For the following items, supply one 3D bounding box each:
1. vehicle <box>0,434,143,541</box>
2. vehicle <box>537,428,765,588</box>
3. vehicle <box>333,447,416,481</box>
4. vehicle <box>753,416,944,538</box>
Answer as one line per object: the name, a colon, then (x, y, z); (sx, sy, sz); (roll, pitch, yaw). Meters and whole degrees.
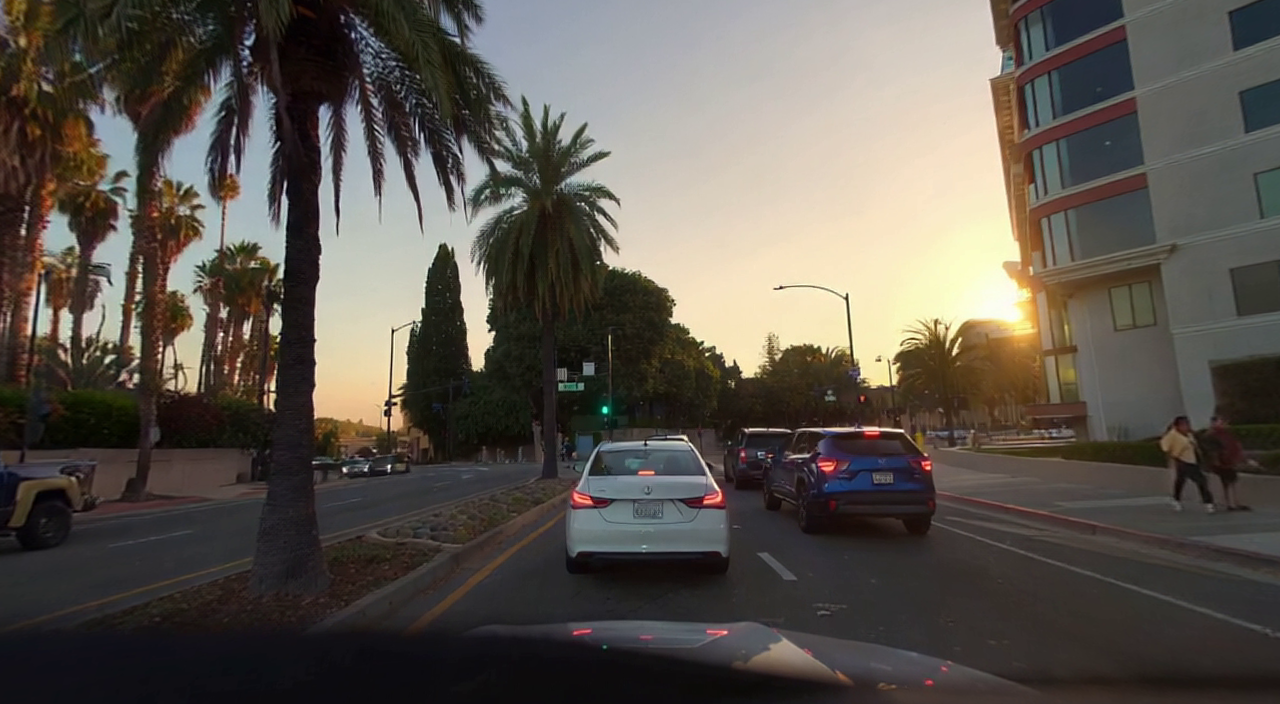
vehicle: (-13.055, 2.718, 12.289); (2.240, 1.964, 5.707); (-6, -8, 0)
vehicle: (0.144, 1.736, 7.865); (2.088, 1.452, 3.993); (0, -8, 1)
vehicle: (-13.187, 5.565, 31.709); (1.965, 1.507, 4.725); (-1, -8, 2)
vehicle: (3.399, 2.131, 11.341); (2.003, 1.733, 4.319); (0, -8, 1)
